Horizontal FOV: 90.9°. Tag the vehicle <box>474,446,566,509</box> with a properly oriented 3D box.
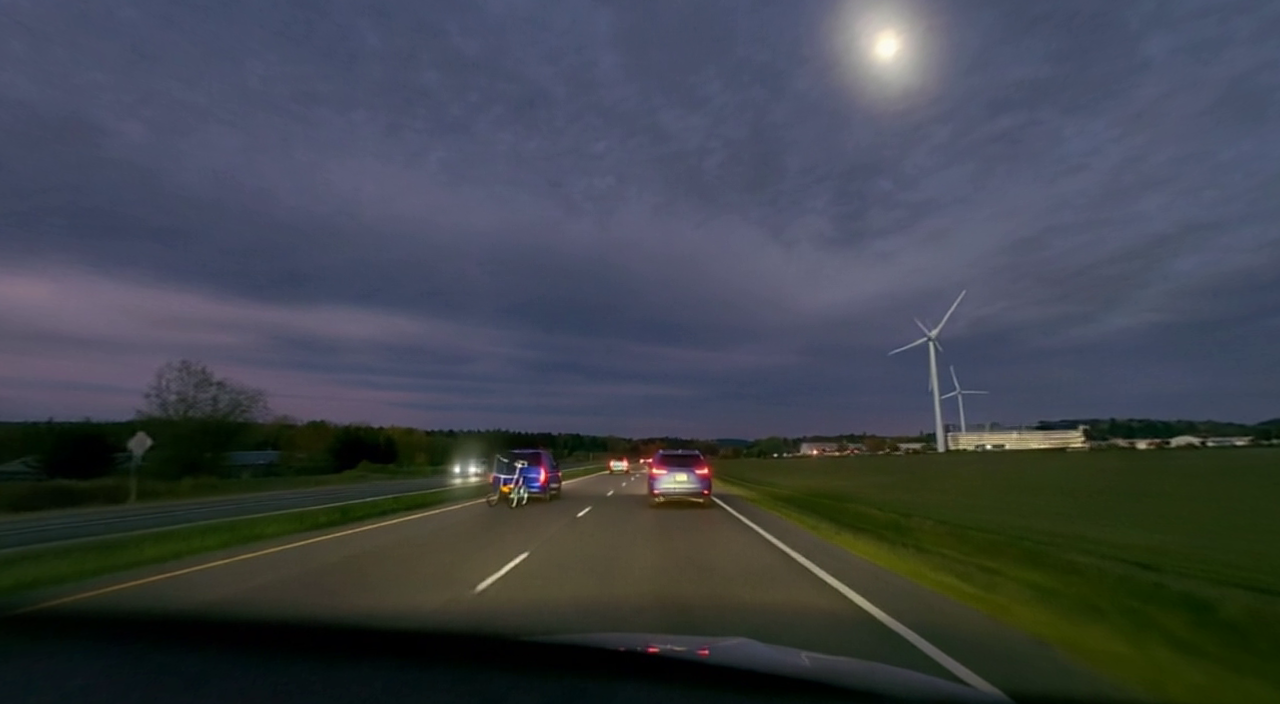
[{"bbox_3d":[-3.530,3.770,19.317,1.962,1.681,4.033,0,-9,1],"label":"vehicle"}]

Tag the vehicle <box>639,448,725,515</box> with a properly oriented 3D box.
[{"bbox_3d":[1.034,3.439,17.243,2.063,1.582,3.955,0,-9,0],"label":"vehicle"}]
